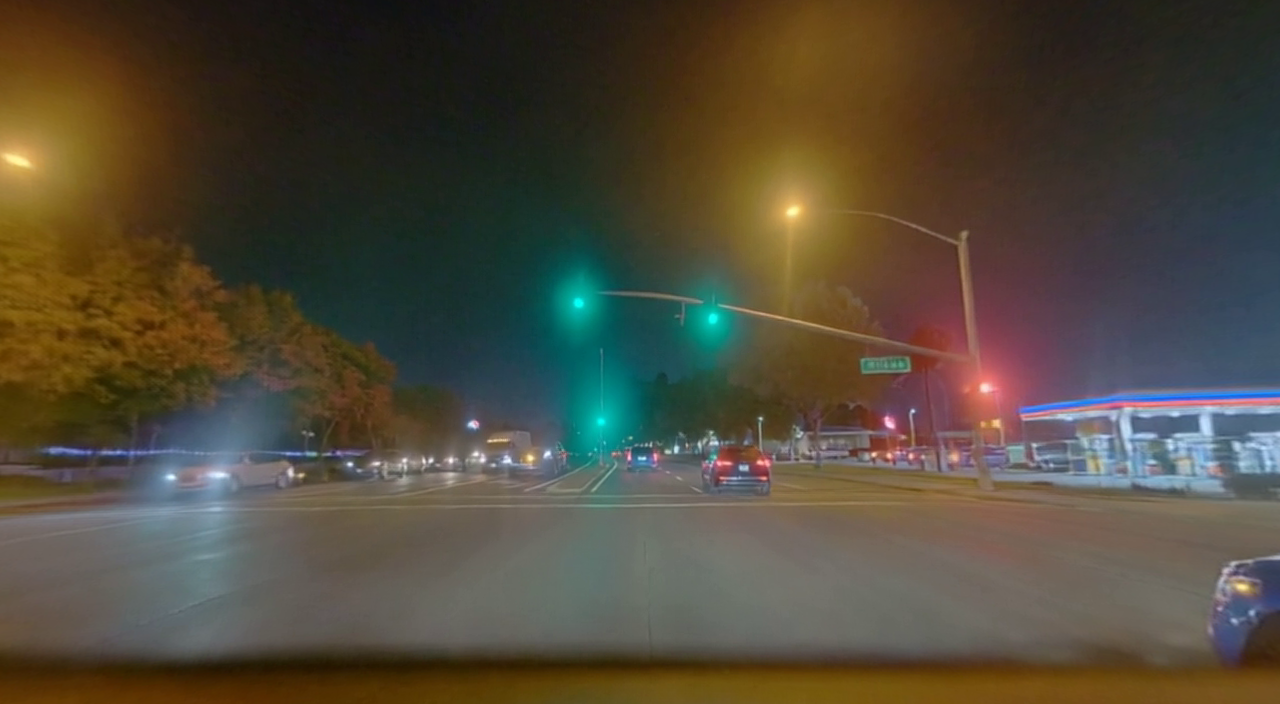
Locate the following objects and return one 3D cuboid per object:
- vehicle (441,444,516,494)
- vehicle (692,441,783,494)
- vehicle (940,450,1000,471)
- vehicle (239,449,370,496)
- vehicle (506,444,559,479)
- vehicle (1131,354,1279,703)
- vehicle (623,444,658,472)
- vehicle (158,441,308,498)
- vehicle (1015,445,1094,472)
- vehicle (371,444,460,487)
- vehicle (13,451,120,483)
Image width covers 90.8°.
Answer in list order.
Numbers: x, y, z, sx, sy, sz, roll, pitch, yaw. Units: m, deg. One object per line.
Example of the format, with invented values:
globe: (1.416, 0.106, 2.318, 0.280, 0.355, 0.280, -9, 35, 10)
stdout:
vehicle: (-5.443, 3.949, 21.821, 1.972, 1.466, 4.493, 2, -8, -8)
vehicle: (2.964, 3.639, 20.283, 2.061, 1.487, 4.462, 0, -9, -2)
vehicle: (24.306, 7.991, 46.765, 1.894, 1.485, 4.606, 0, -9, -1)
vehicle: (-12.425, 4.456, 23.883, 2.186, 1.532, 5.087, 0, -9, 0)
vehicle: (-5.145, 5.282, 30.815, 1.953, 1.526, 4.349, 0, -8, -1)
vehicle: (3.624, 0.578, 0.689, 2.117, 1.689, 5.113, 0, -9, 1)
vehicle: (-0.041, 6.417, 38.500, 2.029, 1.605, 3.827, 0, -9, -2)
vehicle: (-15.655, 4.520, 24.861, 2.191, 1.926, 5.787, 0, -9, -2)
vehicle: (29.150, 7.479, 44.630, 2.077, 1.765, 4.643, 1, -9, -7)
vehicle: (-8.945, 4.543, 25.671, 2.165, 1.557, 4.515, 0, -9, -3)
vehicle: (-28.156, 5.641, 31.090, 3.640, 1.462, 1.660, 0, -9, 2)
